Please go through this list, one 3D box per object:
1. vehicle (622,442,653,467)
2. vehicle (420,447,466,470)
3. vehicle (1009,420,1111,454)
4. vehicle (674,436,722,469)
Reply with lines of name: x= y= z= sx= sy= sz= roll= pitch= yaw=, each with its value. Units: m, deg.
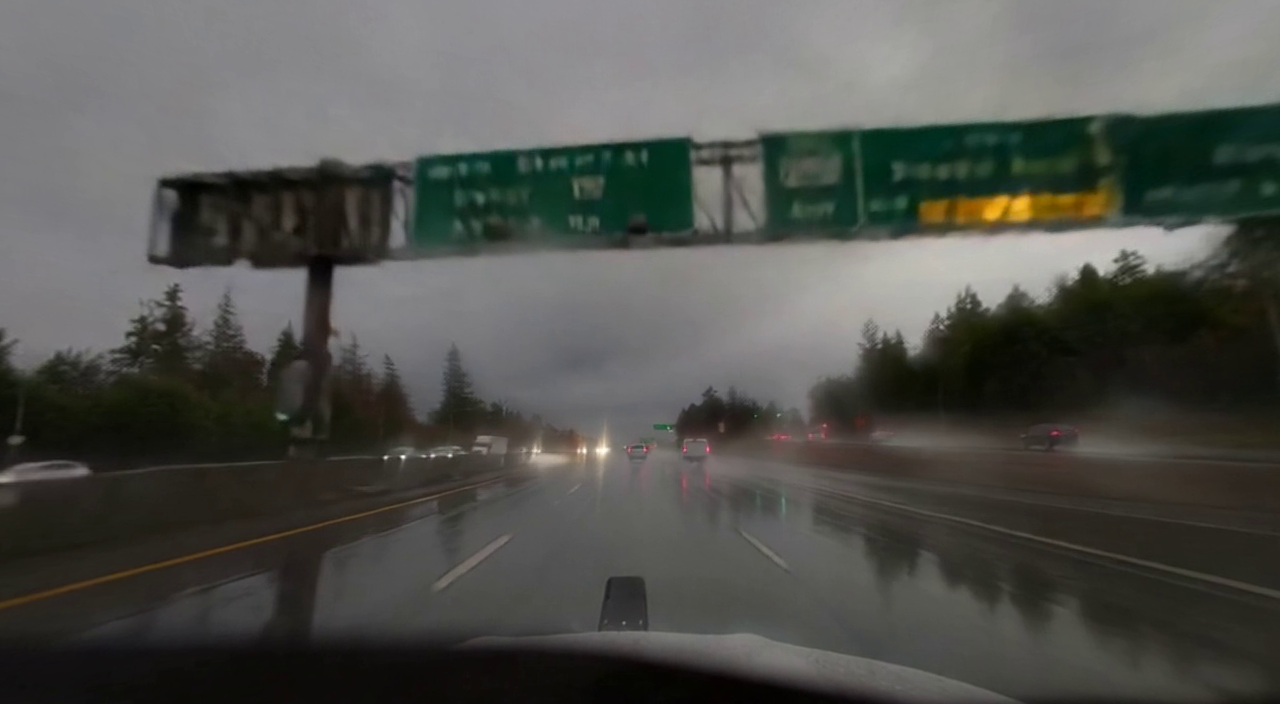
vehicle: x=-0.167 y=7.471 z=45.953 sx=2.105 sy=1.711 sz=4.293 roll=0 pitch=-9 yaw=0
vehicle: x=-15.260 y=8.224 z=49.113 sx=2.047 sy=1.671 sz=4.892 roll=0 pitch=-9 yaw=0
vehicle: x=19.682 y=4.075 z=29.830 sx=1.872 sy=1.459 sz=4.502 roll=-1 pitch=-9 yaw=3
vehicle: x=3.683 y=6.599 z=41.518 sx=2.505 sy=2.020 sz=5.532 roll=0 pitch=-9 yaw=-1
